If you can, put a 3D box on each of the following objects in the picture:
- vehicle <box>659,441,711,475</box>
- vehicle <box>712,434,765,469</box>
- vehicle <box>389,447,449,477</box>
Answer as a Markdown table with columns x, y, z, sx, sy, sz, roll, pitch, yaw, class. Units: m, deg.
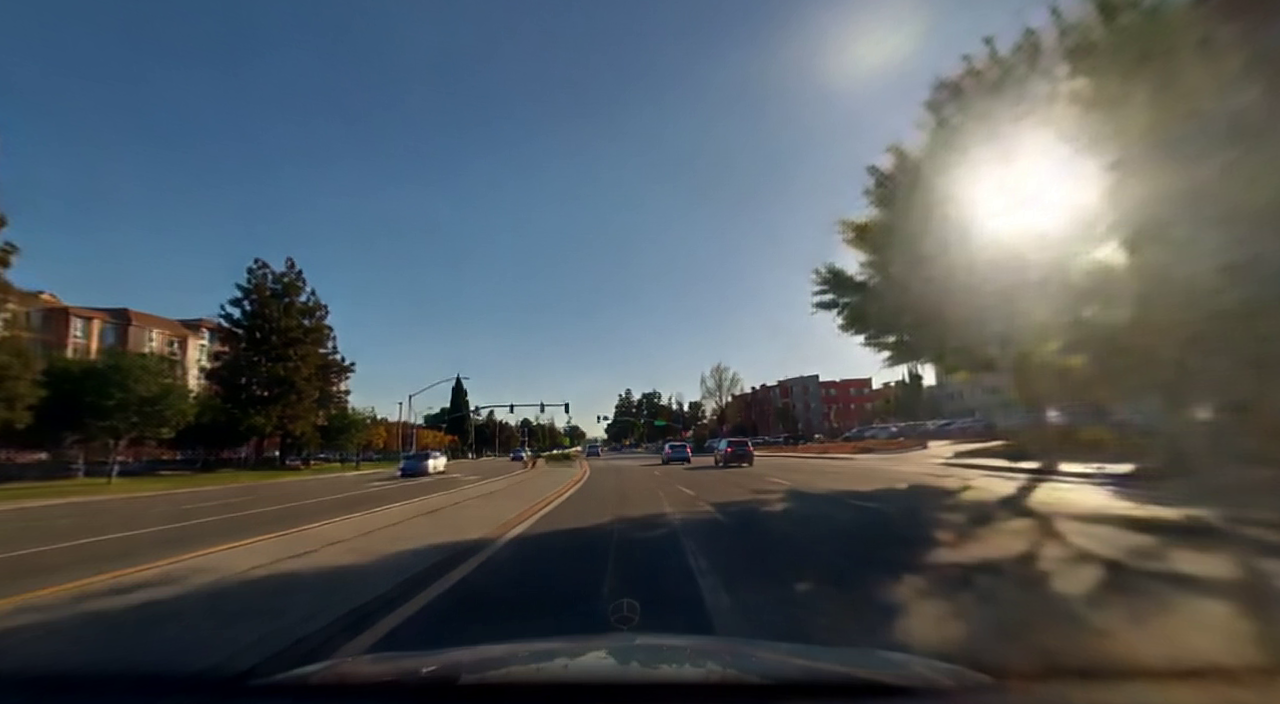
| x | y | z | sx | sy | sz | roll | pitch | yaw | class |
| --- | --- | --- | --- | --- | --- | --- | --- | --- | --- |
| 2.128 | 5.177 | 31.015 | 1.917 | 1.538 | 4.259 | 0 | -9 | -4 | vehicle |
| 5.357 | 5.481 | 34.917 | 1.946 | 1.773 | 4.641 | 0 | -9 | -3 | vehicle |
| -13.132 | 6.512 | 37.780 | 1.891 | 1.633 | 4.737 | 0 | -9 | 0 | vehicle |
